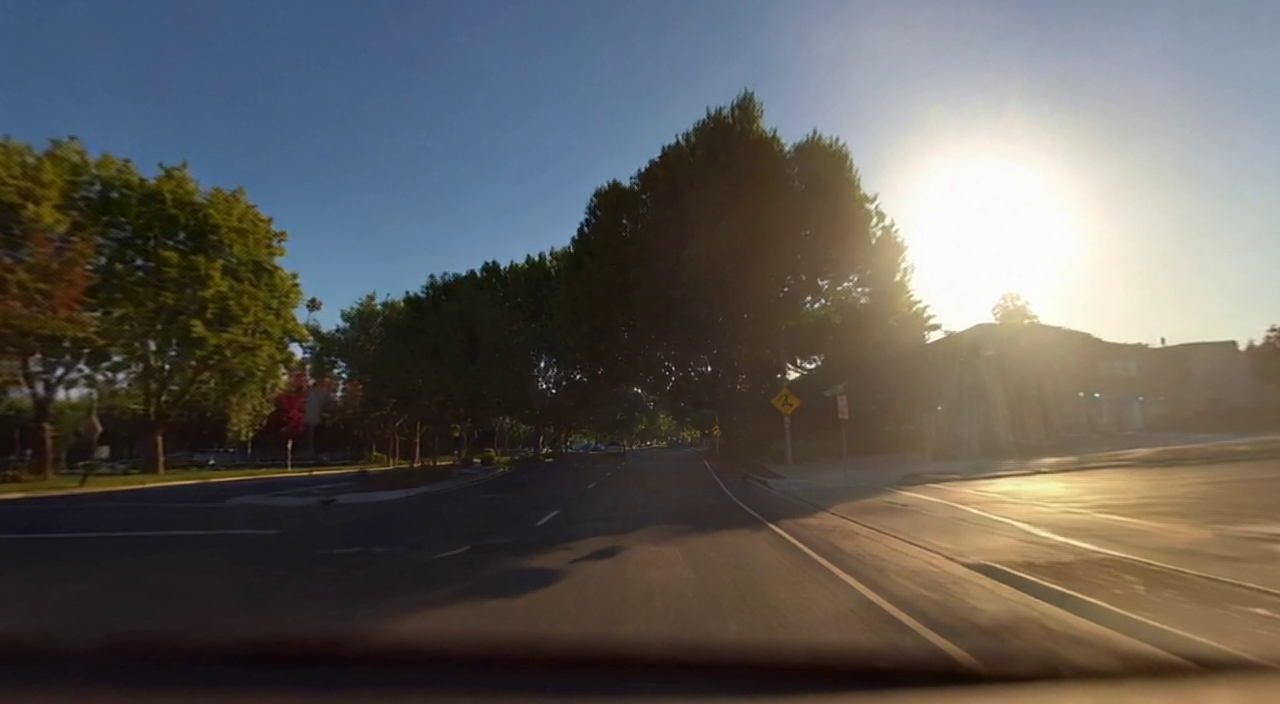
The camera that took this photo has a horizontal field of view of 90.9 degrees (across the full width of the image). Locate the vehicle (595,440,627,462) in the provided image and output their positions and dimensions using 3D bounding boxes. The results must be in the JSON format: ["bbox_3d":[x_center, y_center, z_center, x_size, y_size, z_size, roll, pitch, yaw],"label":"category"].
[{"bbox_3d":[-2.233,7.834,49.922,2.173,1.694,4.335,0,-9,2],"label":"vehicle"}]
